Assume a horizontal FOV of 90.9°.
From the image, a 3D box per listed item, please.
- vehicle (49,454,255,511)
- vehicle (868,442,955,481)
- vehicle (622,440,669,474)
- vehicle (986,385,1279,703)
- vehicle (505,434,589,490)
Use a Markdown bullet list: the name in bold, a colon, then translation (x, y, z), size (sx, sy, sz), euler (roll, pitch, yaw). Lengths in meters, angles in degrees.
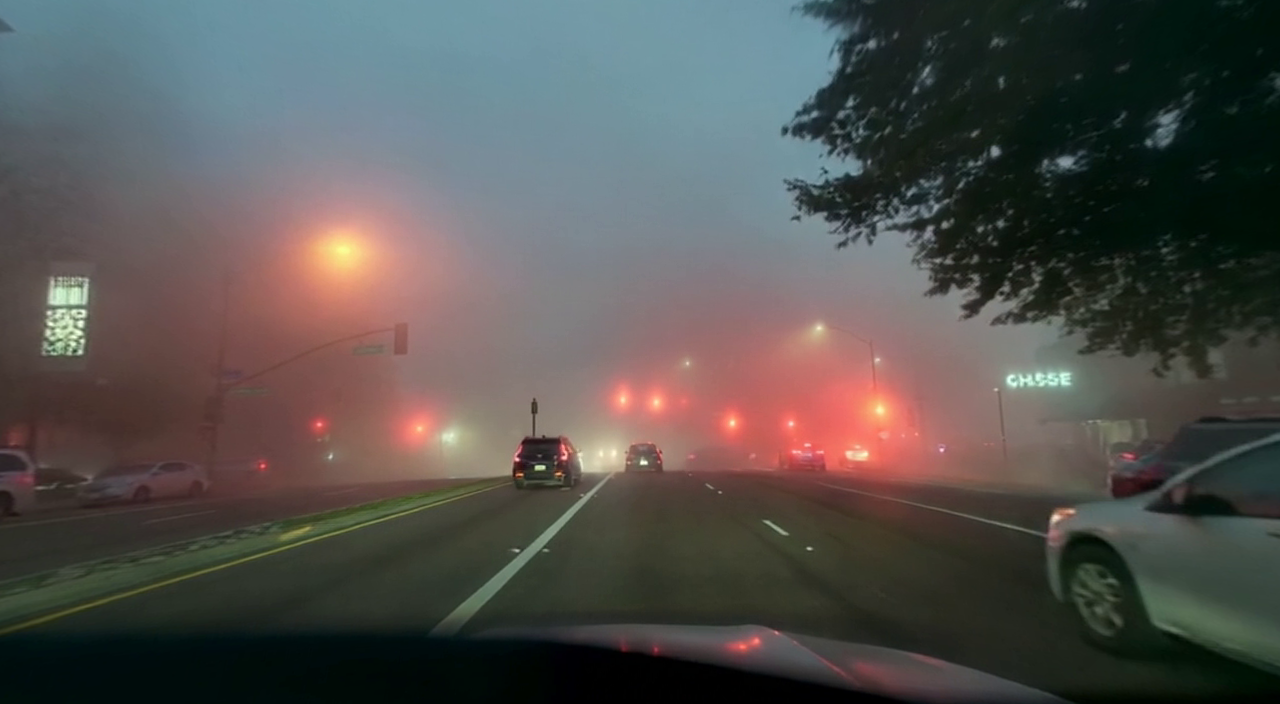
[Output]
- **vehicle**: translation (-13.859, 3.672, 18.043), size (4.481, 1.455, 2.068), euler (-2, -8, 10)
- **vehicle**: translation (11.312, 4.563, 26.600), size (1.935, 1.435, 4.141), euler (2, -8, 1)
- **vehicle**: translation (0.247, 4.879, 29.463), size (2.059, 1.477, 3.988), euler (0, -8, 0)
- **vehicle**: translation (3.702, 0.845, 2.263), size (2.109, 1.510, 4.927), euler (0, -8, 0)
- **vehicle**: translation (-3.000, 3.671, 21.436), size (2.057, 1.678, 4.639), euler (0, -8, 1)
